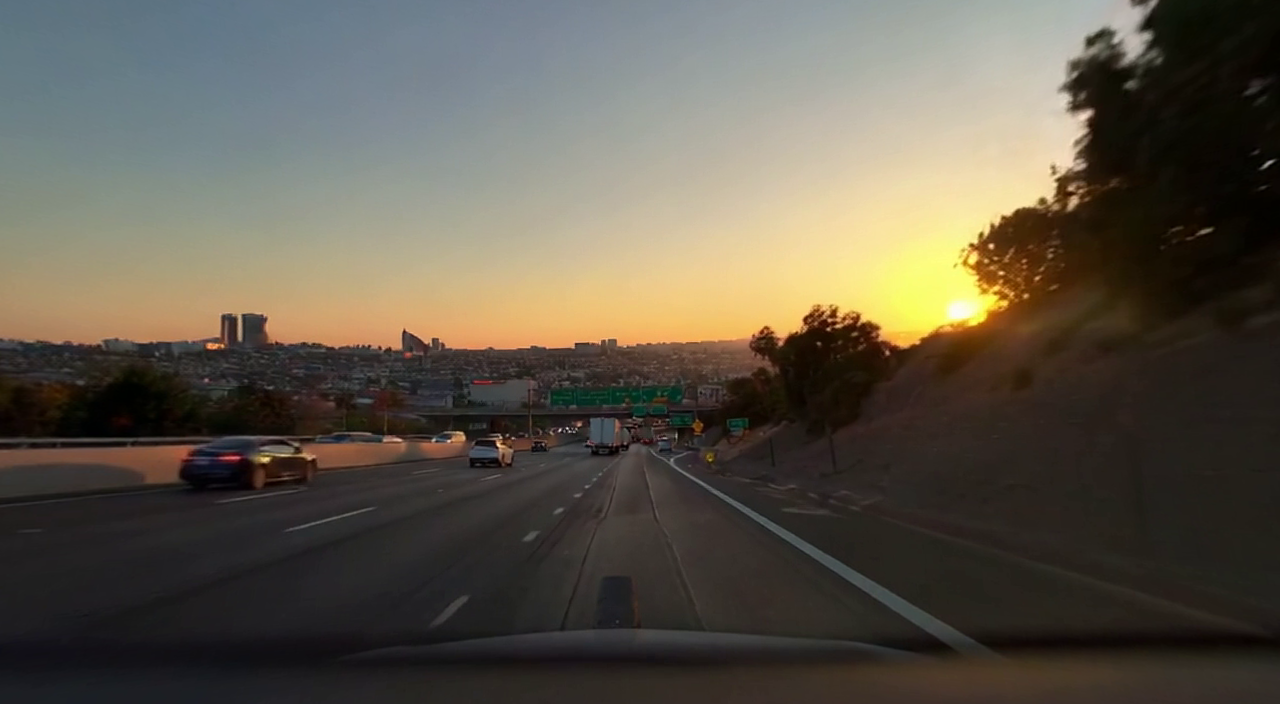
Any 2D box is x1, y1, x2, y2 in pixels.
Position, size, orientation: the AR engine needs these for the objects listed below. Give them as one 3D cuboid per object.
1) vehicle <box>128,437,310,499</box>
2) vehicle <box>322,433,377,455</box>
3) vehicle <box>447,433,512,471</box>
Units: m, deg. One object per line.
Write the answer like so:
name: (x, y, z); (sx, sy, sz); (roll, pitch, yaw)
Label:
vehicle: (-10.813, 2.959, 16.591); (1.976, 1.413, 4.088); (0, -8, 0)
vehicle: (-20.422, 6.498, 44.382); (1.842, 1.464, 4.113); (0, -8, 0)
vehicle: (-7.386, 4.619, 29.328); (1.979, 1.646, 4.096); (0, -8, 0)
